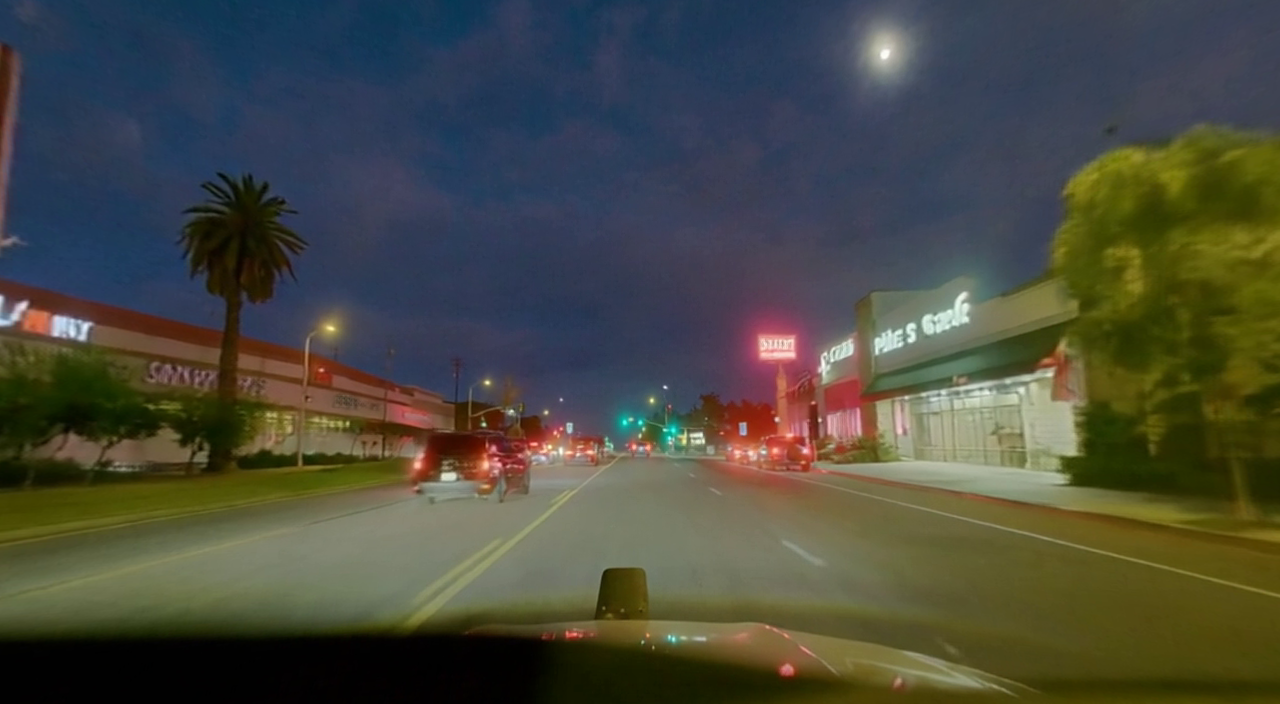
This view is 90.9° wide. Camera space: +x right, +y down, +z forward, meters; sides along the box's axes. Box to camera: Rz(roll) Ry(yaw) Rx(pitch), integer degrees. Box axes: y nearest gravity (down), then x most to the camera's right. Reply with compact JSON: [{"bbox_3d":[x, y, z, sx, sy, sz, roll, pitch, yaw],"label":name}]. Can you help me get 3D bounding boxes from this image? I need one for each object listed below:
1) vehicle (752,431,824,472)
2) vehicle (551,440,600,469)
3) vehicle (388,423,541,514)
[{"bbox_3d":[7.505,5.126,32.634,2.256,1.936,5.838,0,-9,0],"label":"vehicle"},{"bbox_3d":[-3.399,5.526,34.061,2.044,1.462,4.624,0,-9,1],"label":"vehicle"},{"bbox_3d":[-3.524,2.431,13.567,2.024,1.636,4.121,0,-9,1],"label":"vehicle"}]
